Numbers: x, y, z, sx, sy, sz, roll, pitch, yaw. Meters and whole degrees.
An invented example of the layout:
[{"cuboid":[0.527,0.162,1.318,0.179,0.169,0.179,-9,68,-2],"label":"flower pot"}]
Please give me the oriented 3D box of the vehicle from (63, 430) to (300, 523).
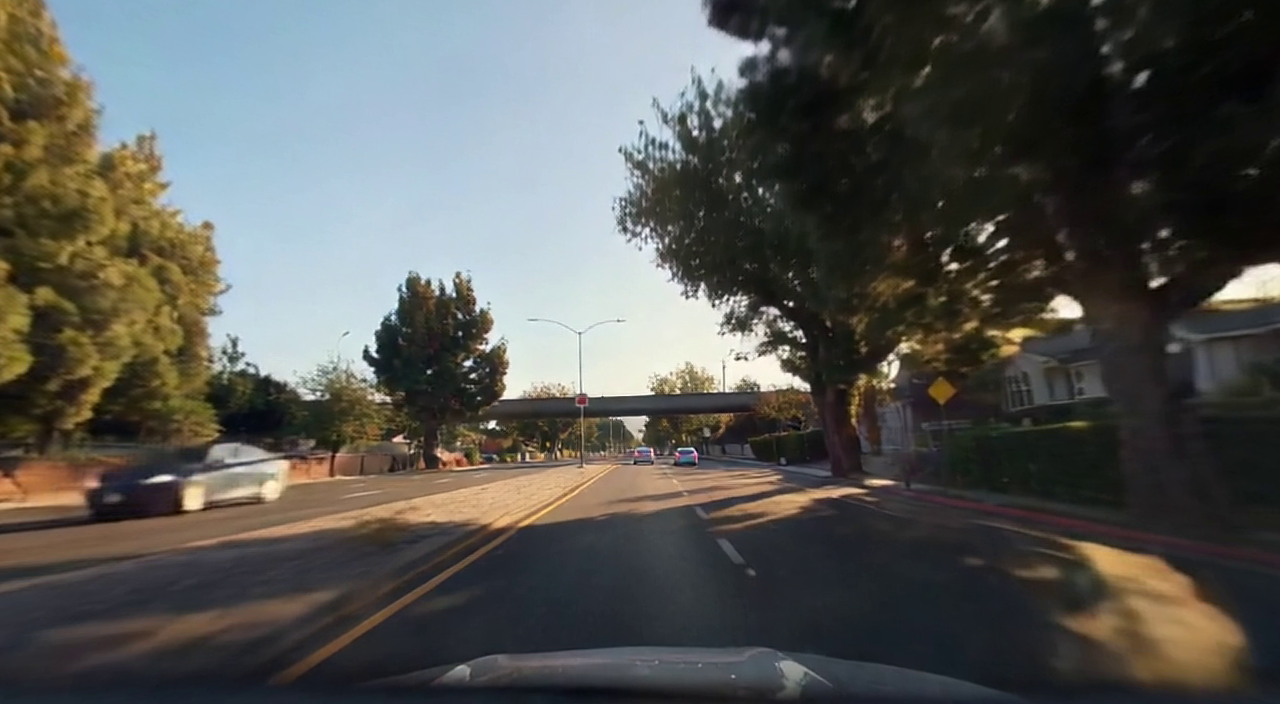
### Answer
[{"cuboid":[-10.708,2.923,15.361,2.144,1.835,4.733,2,-9,0],"label":"vehicle"}]
